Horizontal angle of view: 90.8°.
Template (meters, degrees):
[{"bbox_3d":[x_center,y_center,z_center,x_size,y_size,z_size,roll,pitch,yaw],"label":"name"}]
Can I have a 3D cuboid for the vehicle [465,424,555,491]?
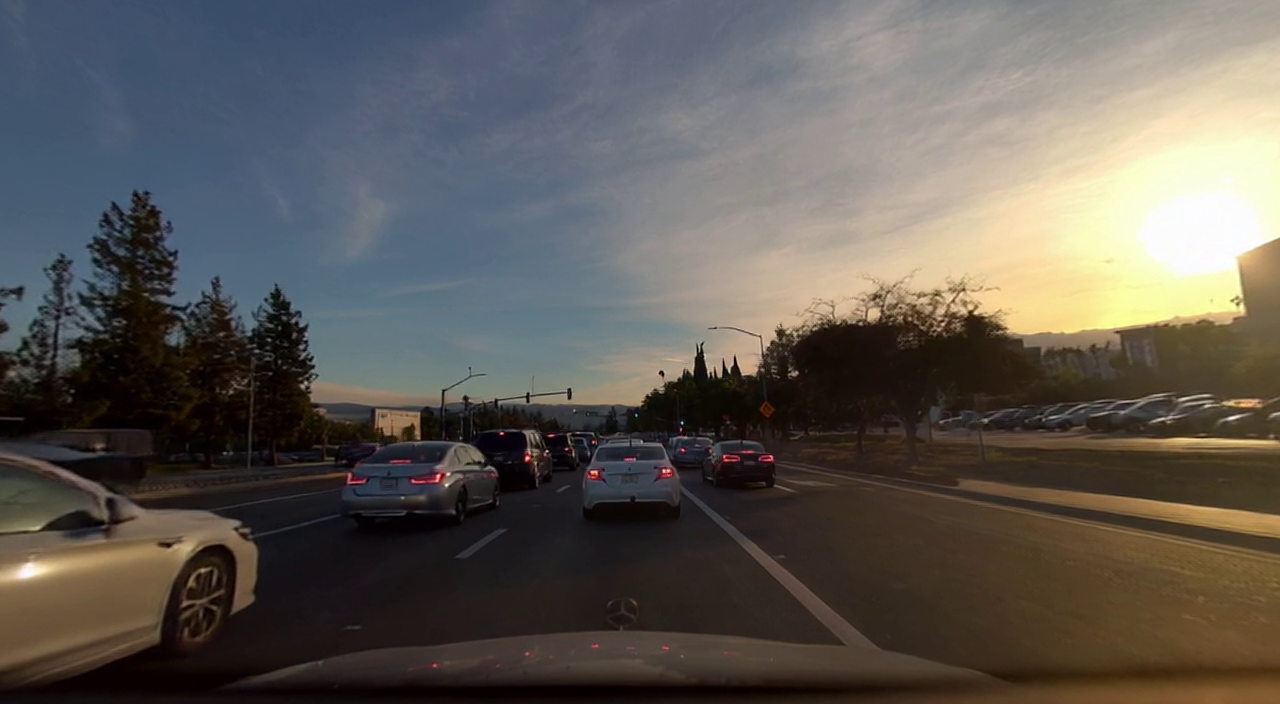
[{"bbox_3d":[-3.991,3.341,20.244,2.054,1.881,4.469,0,-8,-2],"label":"vehicle"}]

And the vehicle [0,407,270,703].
[{"bbox_3d":[-3.711,0.934,2.351,2.052,1.475,4.341,0,-8,0],"label":"vehicle"}]

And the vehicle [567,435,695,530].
[{"bbox_3d":[-0.186,2.345,11.993,2.007,1.467,4.059,0,-8,-1],"label":"vehicle"}]

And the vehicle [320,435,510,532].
[{"bbox_3d":[-3.860,2.323,11.755,1.985,1.467,4.224,0,-9,0],"label":"vehicle"}]

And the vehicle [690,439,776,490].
[{"bbox_3d":[2.878,3.591,20.568,1.978,1.452,4.381,0,-8,-3],"label":"vehicle"}]
